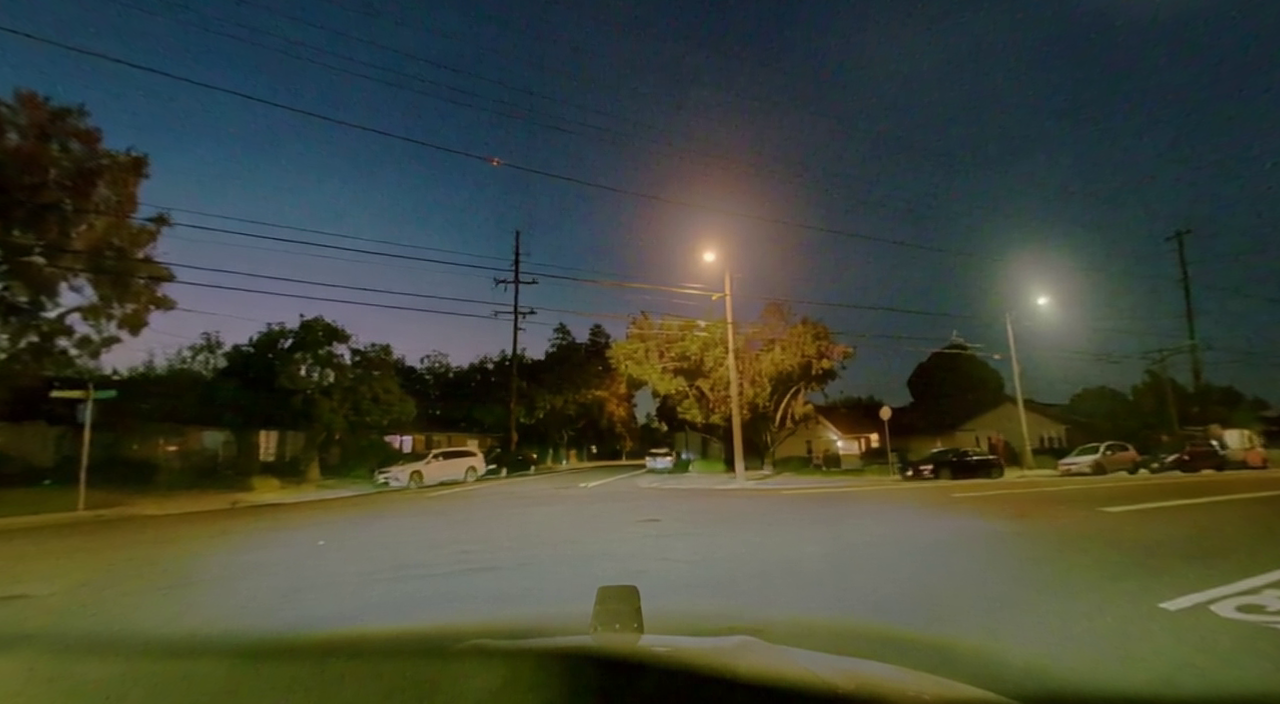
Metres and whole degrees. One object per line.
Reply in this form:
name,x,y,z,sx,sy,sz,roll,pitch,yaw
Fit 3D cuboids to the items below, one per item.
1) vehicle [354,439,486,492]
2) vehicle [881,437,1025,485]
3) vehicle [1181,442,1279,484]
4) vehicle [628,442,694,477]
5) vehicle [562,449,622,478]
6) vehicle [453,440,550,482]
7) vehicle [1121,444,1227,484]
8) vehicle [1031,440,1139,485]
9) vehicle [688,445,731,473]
vehicle,-8.834,4.594,26.082,2.152,1.877,5.701,-3,-9,17
vehicle,11.839,4.194,23.891,5.197,1.431,2.136,8,-14,-27
vehicle,32.458,6.000,34.612,5.738,2.060,2.282,4,-10,-30
vehicle,1.097,5.219,30.892,1.981,1.579,4.446,-4,-9,19
vehicle,-3.242,7.691,43.835,2.287,1.830,5.343,-3,-9,18
vehicle,-6.847,5.484,32.066,2.283,1.909,5.692,-3,-9,17
vehicle,27.057,5.607,31.951,5.499,1.837,2.089,4,-10,-29
vehicle,19.725,4.839,27.979,4.414,1.837,1.937,4,-10,-28
vehicle,4.620,6.974,41.366,1.989,1.683,3.918,-3,-9,18
